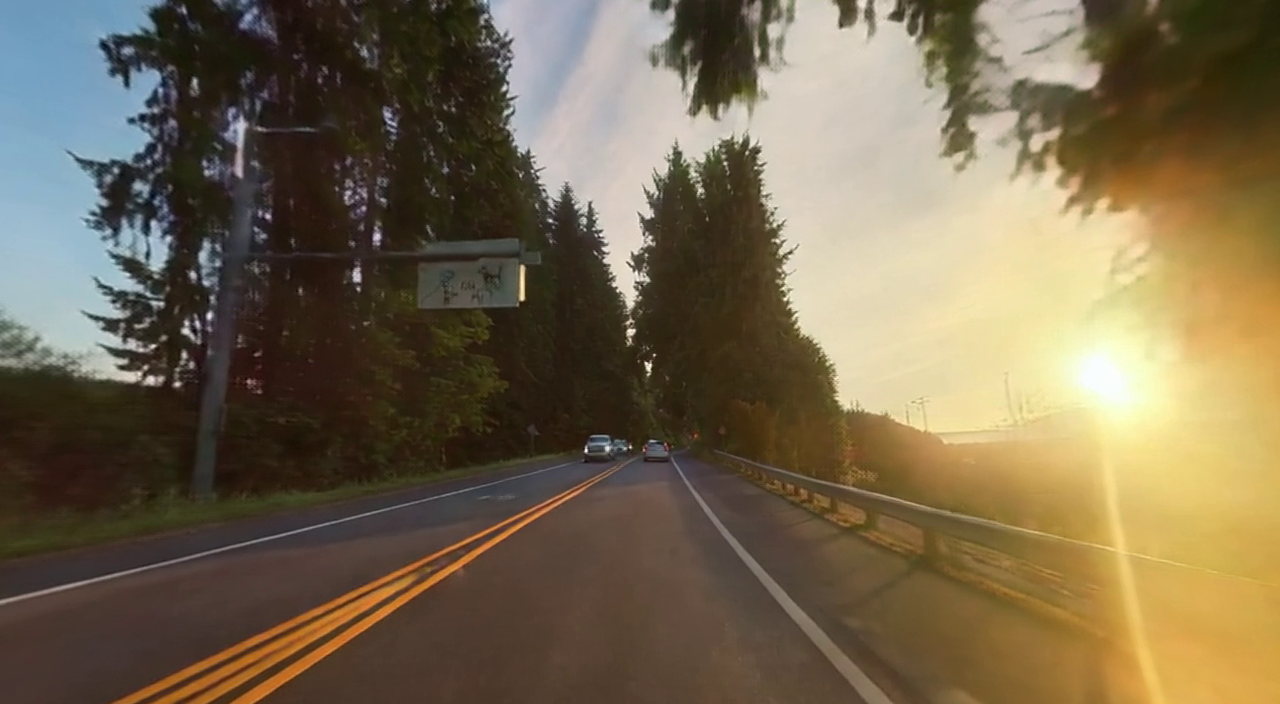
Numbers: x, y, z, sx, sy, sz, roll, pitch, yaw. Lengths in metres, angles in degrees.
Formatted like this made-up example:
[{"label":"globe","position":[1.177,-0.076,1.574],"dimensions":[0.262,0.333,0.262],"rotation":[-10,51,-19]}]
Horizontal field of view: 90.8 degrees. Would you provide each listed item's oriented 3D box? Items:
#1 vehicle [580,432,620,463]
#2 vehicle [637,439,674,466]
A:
[{"label":"vehicle","position":[-3.025,7.373,48.893],"dimensions":[2.479,2.208,5.780],"rotation":[-1,-9,3]},{"label":"vehicle","position":[0.948,5.986,37.782],"dimensions":[2.067,1.486,3.861],"rotation":[-1,-9,2]}]
